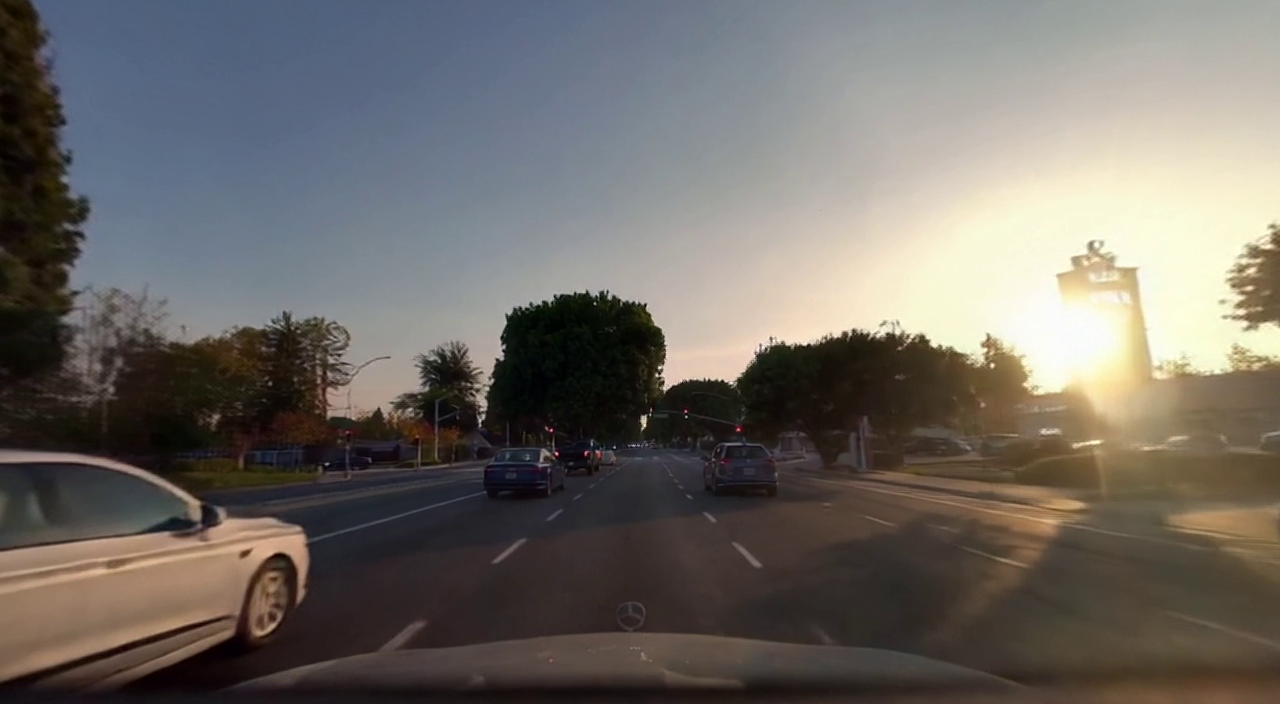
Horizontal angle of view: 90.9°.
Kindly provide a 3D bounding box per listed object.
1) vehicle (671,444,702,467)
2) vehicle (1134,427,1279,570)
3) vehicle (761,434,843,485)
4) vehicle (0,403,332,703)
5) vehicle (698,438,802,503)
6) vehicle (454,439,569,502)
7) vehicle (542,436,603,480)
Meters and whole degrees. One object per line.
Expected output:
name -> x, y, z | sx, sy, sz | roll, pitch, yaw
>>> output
vehicle -> 3.461, 7.748, 47.399 | 2.030, 1.628, 4.080 | 0, -9, 0
vehicle -> 8.141, 1.658, 7.232 | 2.070, 1.547, 4.941 | -2, -9, 16
vehicle -> 6.012, 4.046, 23.970 | 1.979, 1.738, 4.418 | 0, -8, 0
vehicle -> -3.207, 0.921, 2.246 | 1.952, 1.457, 4.372 | 0, -8, 1
vehicle -> 2.819, 3.126, 17.112 | 2.004, 1.512, 4.206 | 0, -8, -1
vehicle -> -3.335, 3.179, 17.393 | 2.087, 1.494, 4.626 | 0, -8, 2
vehicle -> -2.986, 4.794, 28.787 | 2.187, 1.825, 4.621 | 0, -8, 1
